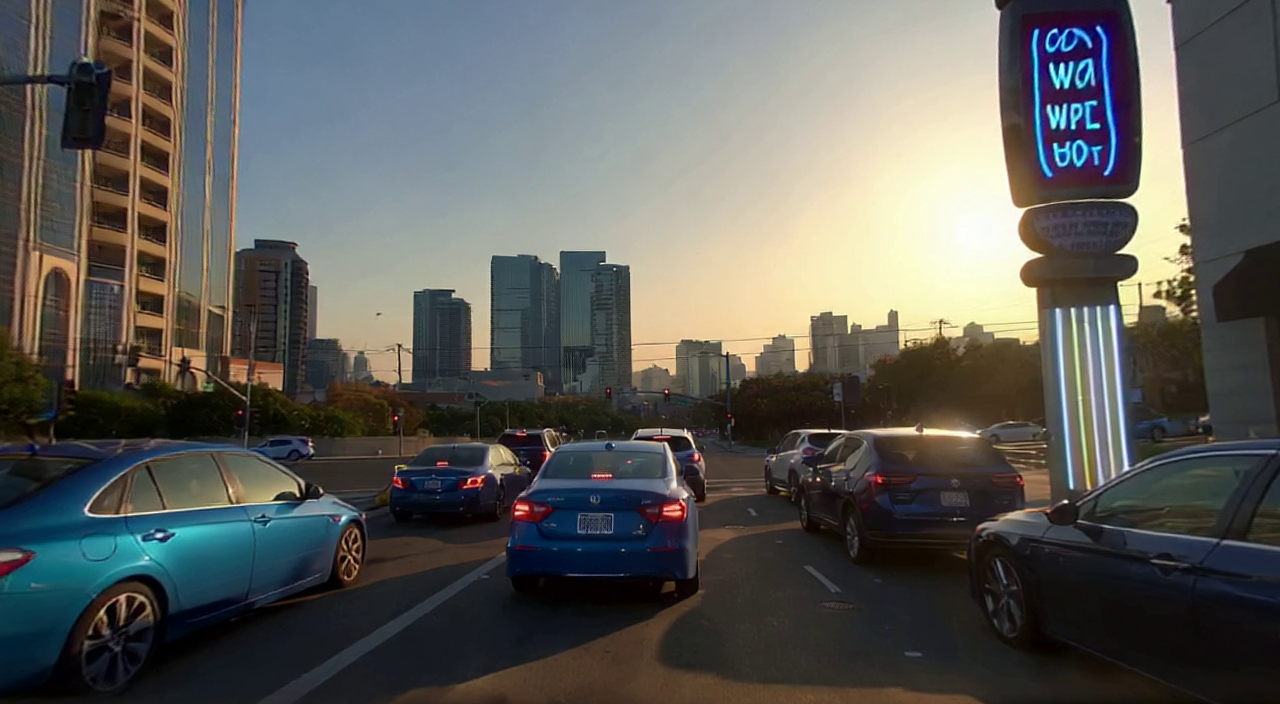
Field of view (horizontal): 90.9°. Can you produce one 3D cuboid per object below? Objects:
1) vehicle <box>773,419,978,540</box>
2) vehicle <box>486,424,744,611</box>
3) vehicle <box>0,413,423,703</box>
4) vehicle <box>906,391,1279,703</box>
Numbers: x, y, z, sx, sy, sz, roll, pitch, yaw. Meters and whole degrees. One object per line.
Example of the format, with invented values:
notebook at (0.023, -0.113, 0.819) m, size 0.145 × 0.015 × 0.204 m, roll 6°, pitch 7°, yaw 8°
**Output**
vehicle at (3.760, 2.104, 11.034) m, size 2.007 × 1.683 × 4.171 m, roll 0°, pitch -8°, yaw 1°
vehicle at (-0.190, 1.623, 7.107) m, size 2.059 × 1.477 × 3.988 m, roll 0°, pitch -8°, yaw 0°
vehicle at (-3.410, 1.299, 4.718) m, size 1.980 × 1.454 × 4.226 m, roll 0°, pitch -8°, yaw 1°
vehicle at (3.402, 1.069, 3.493) m, size 1.981 × 1.499 × 4.536 m, roll 0°, pitch -8°, yaw 2°
